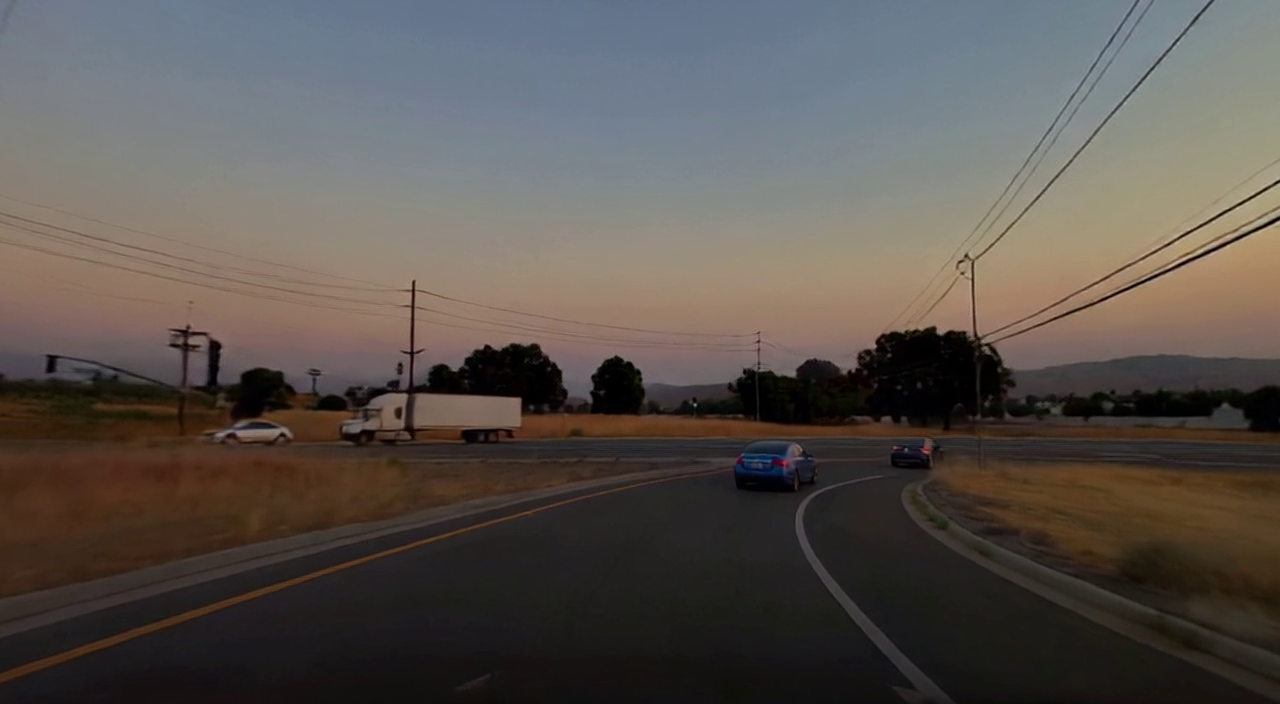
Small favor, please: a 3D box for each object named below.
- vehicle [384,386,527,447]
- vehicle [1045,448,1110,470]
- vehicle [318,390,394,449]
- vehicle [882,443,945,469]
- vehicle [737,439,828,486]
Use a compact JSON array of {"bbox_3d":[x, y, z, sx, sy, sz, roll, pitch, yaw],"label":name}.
[{"bbox_3d":[-13.080,4.810,45.385,9.356,3.992,2.808,6,-11,-33],"label":"vehicle"},{"bbox_3d":[32.416,7.919,46.724,4.102,1.552,1.931,4,-10,-23],"label":"vehicle"},{"bbox_3d":[-18.776,4.543,41.669,3.911,3.666,2.936,6,-11,-33],"label":"vehicle"},{"bbox_3d":[16.274,6.153,37.426,4.307,1.465,1.836,9,-12,-44],"label":"vehicle"},{"bbox_3d":[4.993,3.758,21.659,2.026,1.407,4.374,-4,-10,26],"label":"vehicle"}]
